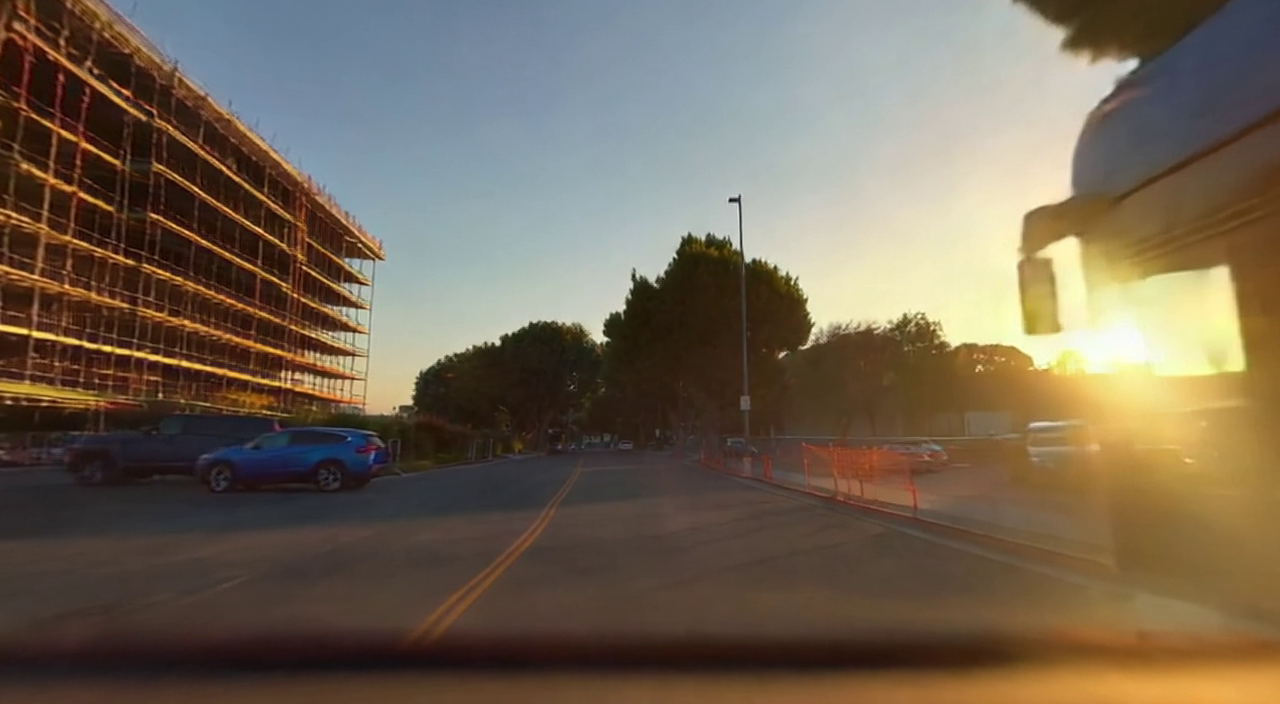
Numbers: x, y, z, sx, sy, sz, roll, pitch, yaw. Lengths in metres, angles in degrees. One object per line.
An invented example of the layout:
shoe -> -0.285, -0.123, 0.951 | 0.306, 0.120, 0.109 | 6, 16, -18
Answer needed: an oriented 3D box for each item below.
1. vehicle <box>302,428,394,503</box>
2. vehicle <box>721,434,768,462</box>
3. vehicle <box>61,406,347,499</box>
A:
vehicle -> -8.701, 3.346, 19.039 | 1.515, 2.074, 2.668 | 0, -7, -2
vehicle -> 7.689, 7.185, 47.244 | 2.267, 1.911, 5.816 | 0, -8, -3
vehicle -> -14.105, 3.352, 21.162 | 7.067, 2.785, 2.980 | 2, -9, -10
